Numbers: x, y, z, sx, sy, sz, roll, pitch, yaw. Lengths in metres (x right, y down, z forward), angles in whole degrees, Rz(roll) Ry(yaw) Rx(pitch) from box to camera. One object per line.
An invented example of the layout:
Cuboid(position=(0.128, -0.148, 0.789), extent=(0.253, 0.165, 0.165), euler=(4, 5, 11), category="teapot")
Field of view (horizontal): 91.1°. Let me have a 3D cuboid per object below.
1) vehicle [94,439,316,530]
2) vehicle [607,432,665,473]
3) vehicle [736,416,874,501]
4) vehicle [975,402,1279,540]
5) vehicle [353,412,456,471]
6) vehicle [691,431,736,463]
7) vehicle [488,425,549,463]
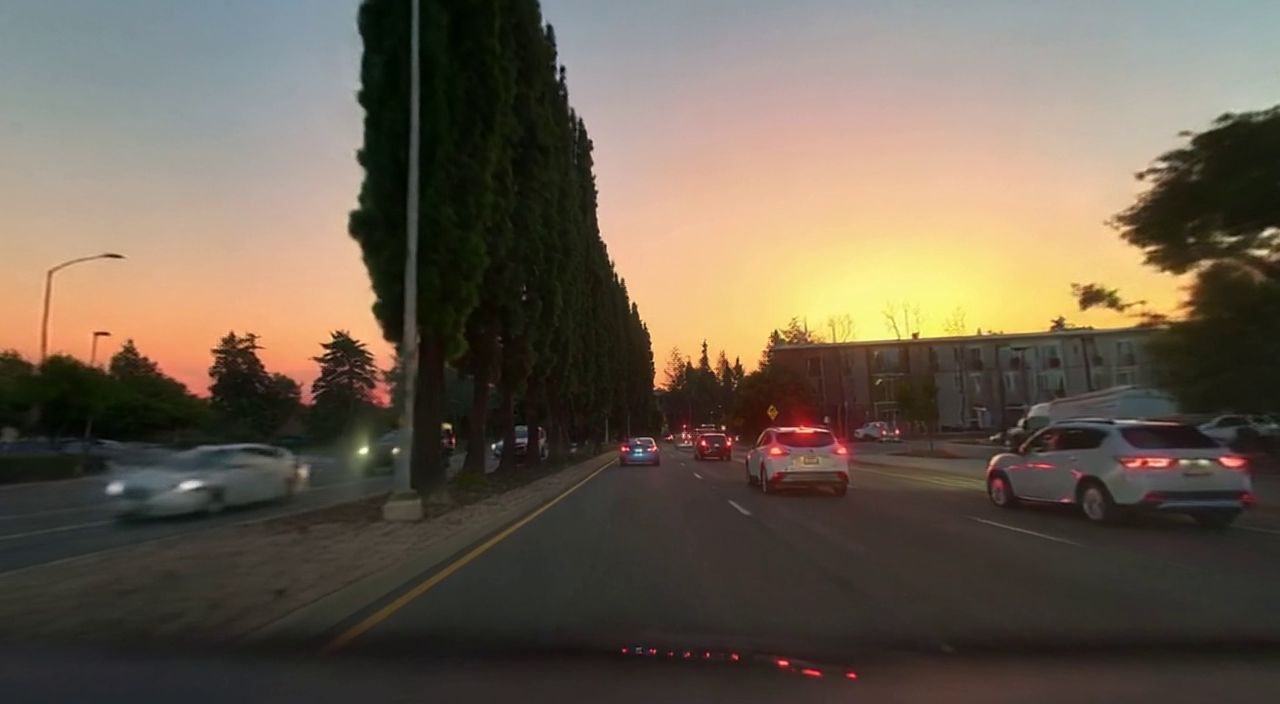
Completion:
Cuboid(position=(-7.982, 2.418, 11.999), extent=(1.617, 1.448, 3.609), euler=(0, -9, 0), category="vehicle")
Cuboid(position=(-0.129, 4.004, 25.095), extent=(2.111, 1.506, 4.018), euler=(0, -8, 1), category="vehicle")
Cuboid(position=(3.709, 2.499, 15.024), extent=(2.130, 1.718, 4.310), euler=(0, -8, 0), category="vehicle")
Cuboid(position=(7.619, 1.815, 10.110), extent=(2.008, 1.714, 4.407), euler=(0, -9, 1), category="vehicle")
Cuboid(position=(-11.025, 4.306, 30.046), extent=(2.585, 2.507, 5.743), euler=(0, -9, 1), category="vehicle")
Cuboid(position=(4.093, 5.384, 35.717), extent=(1.982, 1.709, 4.427), euler=(0, -8, 0), category="vehicle")
Cuboid(position=(-7.475, 5.757, 39.195), extent=(2.469, 2.200, 5.517), euler=(0, -9, 3), category="vehicle")
